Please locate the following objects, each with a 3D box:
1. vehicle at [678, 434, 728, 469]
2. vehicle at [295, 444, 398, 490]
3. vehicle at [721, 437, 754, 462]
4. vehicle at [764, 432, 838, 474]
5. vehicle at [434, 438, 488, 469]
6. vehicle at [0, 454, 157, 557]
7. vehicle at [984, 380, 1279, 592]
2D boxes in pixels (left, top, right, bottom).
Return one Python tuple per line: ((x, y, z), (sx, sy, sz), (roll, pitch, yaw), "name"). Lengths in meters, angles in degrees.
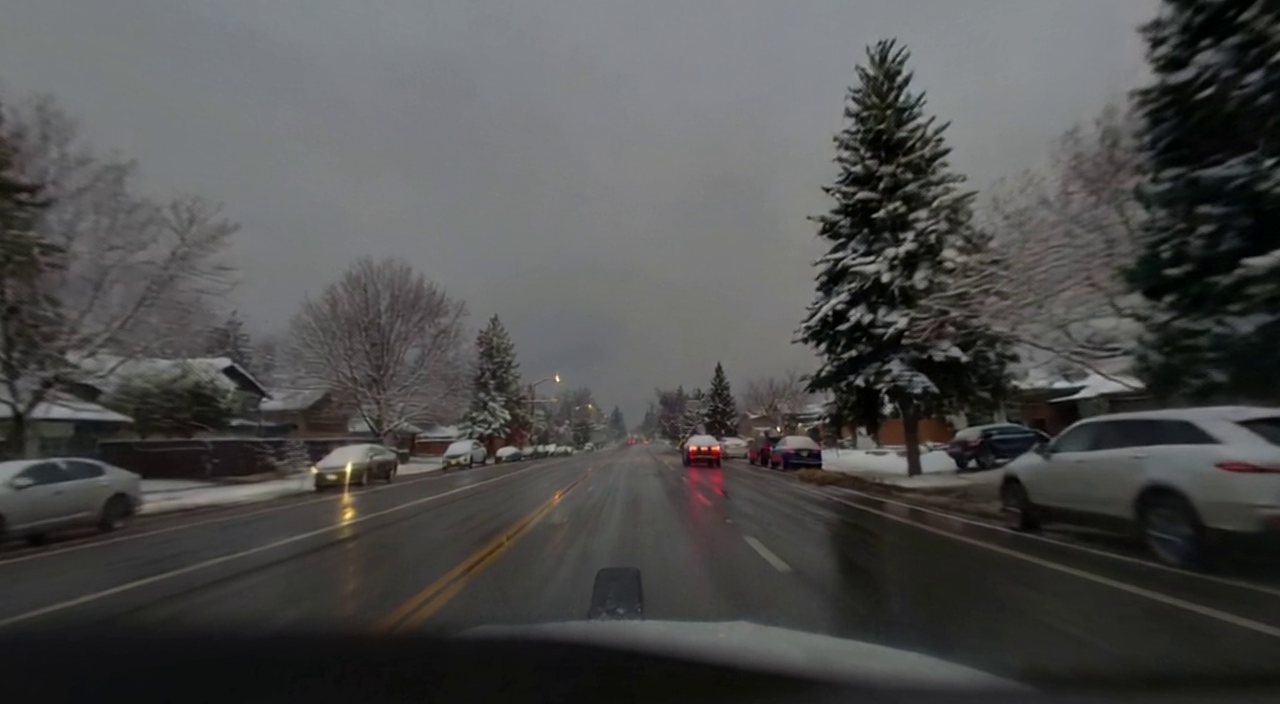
((3.075, 4.970, 31.793), (1.951, 1.620, 4.582), (0, -8, -1), "vehicle")
((-11.548, 4.526, 25.291), (1.953, 1.649, 4.648), (0, -8, -1), "vehicle")
((7.620, 7.655, 49.791), (1.873, 1.867, 4.673), (0, -8, 0), "vehicle")
((7.525, 4.784, 30.161), (2.071, 1.793, 5.072), (0, -8, -1), "vehicle")
((-11.545, 6.578, 41.149), (2.181, 1.920, 4.570), (0, -8, 0), "vehicle")
((-11.308, 2.646, 11.141), (1.916, 1.612, 4.700), (0, -8, -1), "vehicle")
((7.570, 1.659, 8.426), (2.175, 2.157, 6.330), (0, -8, -2), "vehicle")
